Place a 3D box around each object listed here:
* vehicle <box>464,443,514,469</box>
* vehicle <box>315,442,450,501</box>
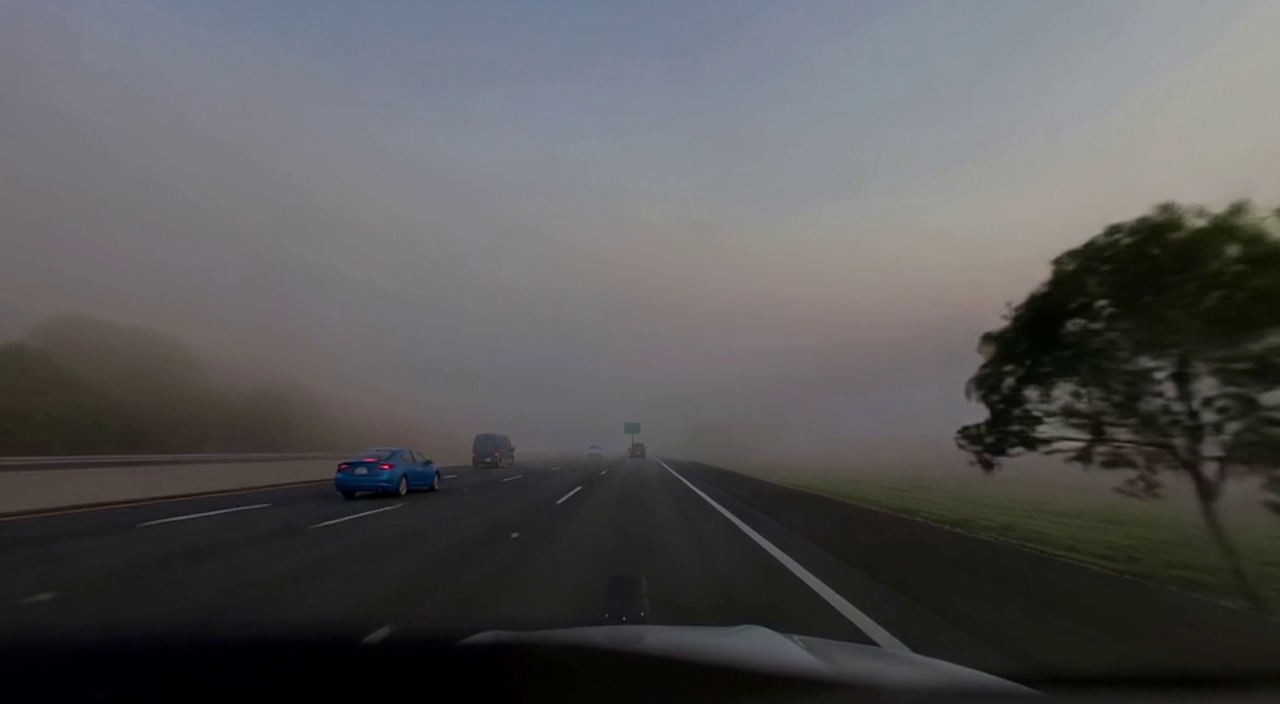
[{"bbox_3d":[-10.931,7.545,46.019,2.249,1.735,5.018,-1,-8,2],"label":"vehicle"},{"bbox_3d":[-7.400,3.454,18.741,1.981,1.486,4.735,0,-8,0],"label":"vehicle"}]
